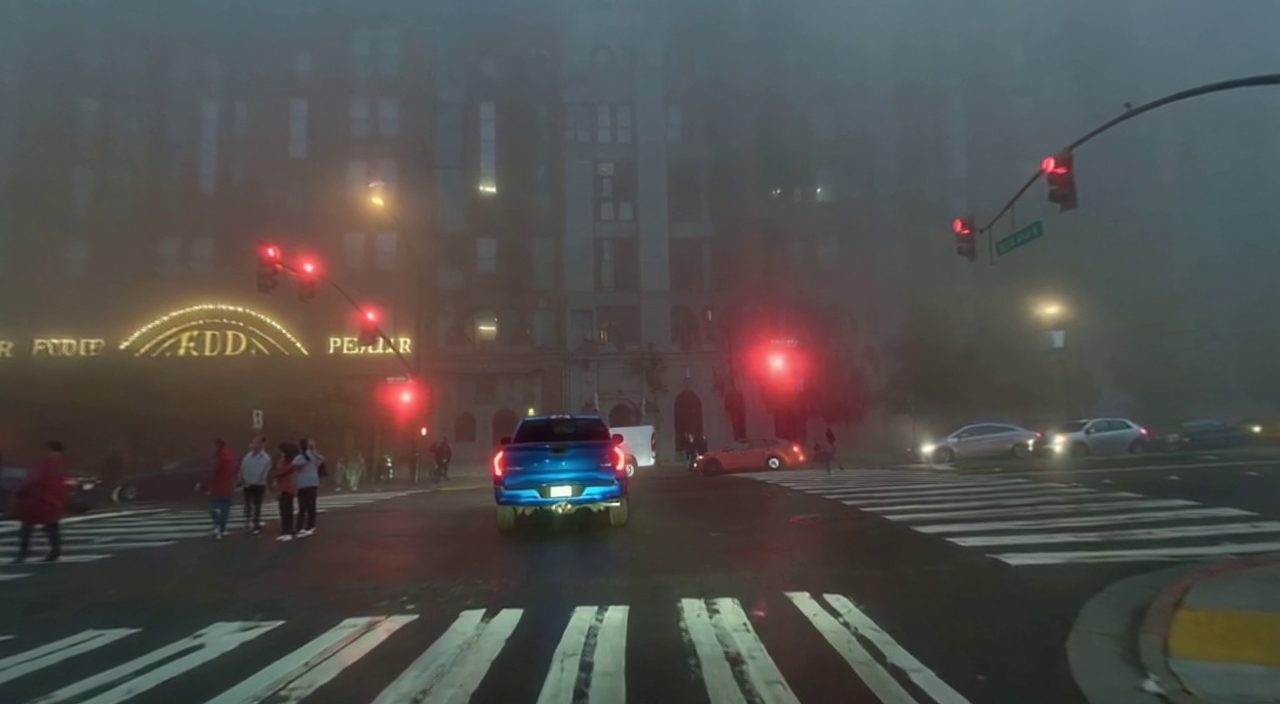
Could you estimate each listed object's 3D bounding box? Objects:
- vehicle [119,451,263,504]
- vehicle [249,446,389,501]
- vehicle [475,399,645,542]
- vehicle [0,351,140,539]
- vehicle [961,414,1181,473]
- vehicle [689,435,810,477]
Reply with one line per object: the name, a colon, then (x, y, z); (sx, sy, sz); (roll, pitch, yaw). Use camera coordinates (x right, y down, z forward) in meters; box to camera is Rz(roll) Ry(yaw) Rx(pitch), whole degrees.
vehicle: (-18.689, 5.216, 26.411); (4.398, 2.057, 1.959); (0, -8, -1)
vehicle: (-13.326, 5.036, 26.379); (4.799, 1.909, 2.011); (-3, -7, 2)
vehicle: (-1.821, 2.125, 12.029); (2.477, 2.020, 5.534); (2, -9, -15)
vehicle: (-22.287, 2.548, 17.467); (13.729, 4.662, 3.300); (0, -8, 0)
vehicle: (11.558, 2.485, 17.155); (4.600, 1.506, 1.878); (0, -8, -1)
vehicle: (4.223, 4.094, 24.932); (4.515, 1.583, 1.920); (-1, -8, 3)
